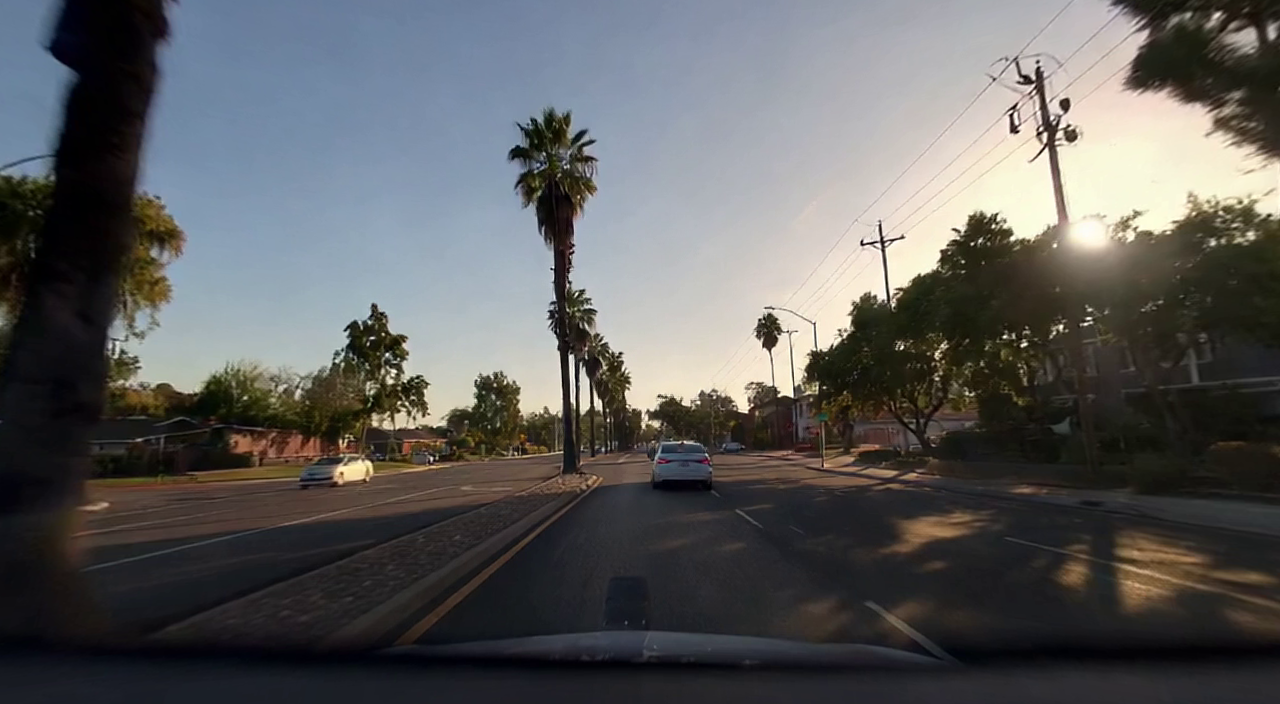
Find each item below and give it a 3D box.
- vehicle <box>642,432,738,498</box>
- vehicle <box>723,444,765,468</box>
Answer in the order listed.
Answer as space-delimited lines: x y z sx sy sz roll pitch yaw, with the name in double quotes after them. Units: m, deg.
1.291 3.229 18.400 2.289 1.679 4.180 0 -9 -2 "vehicle"
6.728 6.792 41.254 1.897 1.477 4.360 0 -9 -1 "vehicle"
